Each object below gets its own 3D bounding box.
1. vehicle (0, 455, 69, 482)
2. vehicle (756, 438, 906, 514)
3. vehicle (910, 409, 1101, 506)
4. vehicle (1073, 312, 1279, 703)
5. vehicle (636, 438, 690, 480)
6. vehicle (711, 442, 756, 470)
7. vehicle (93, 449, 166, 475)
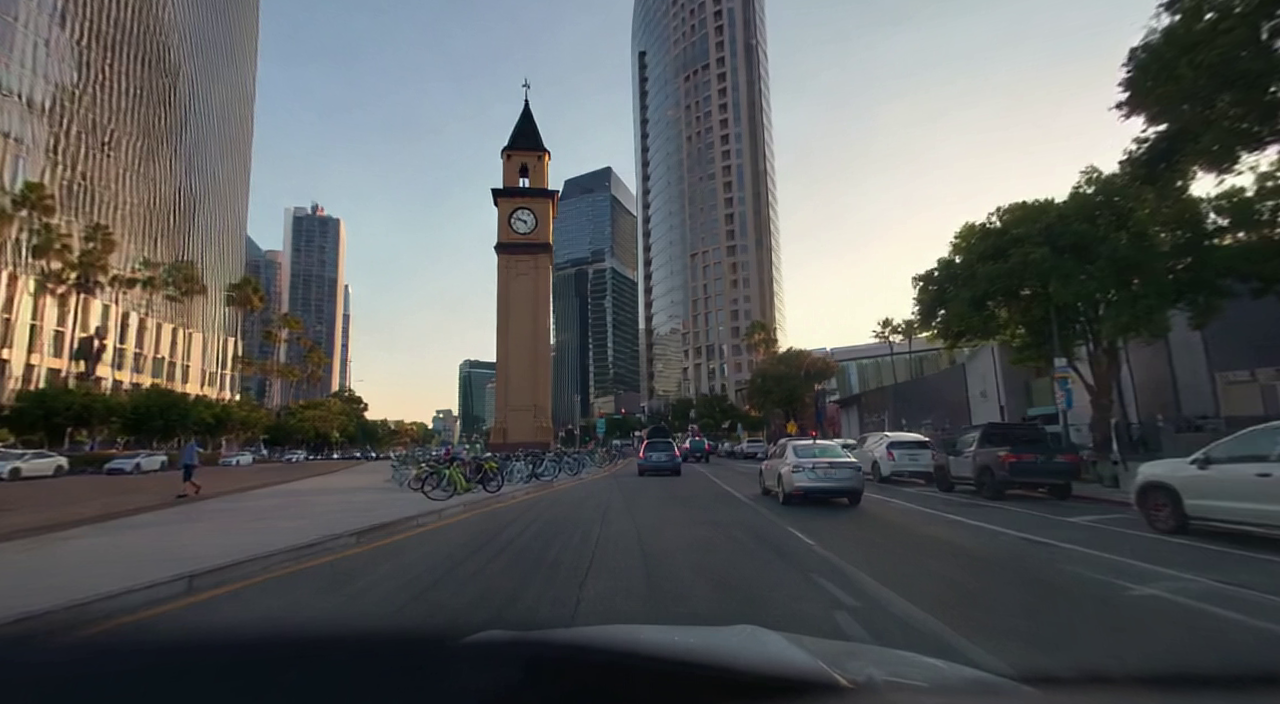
[{"bbox_3d":[-37.987,7.176,39.127,1.817,1.554,4.032,1,-9,-9],"label":"vehicle"},{"bbox_3d":[4.281,2.849,15.086,2.116,1.500,4.702,0,-9,0],"label":"vehicle"},{"bbox_3d":[9.289,2.748,16.772,2.093,2.154,5.193,0,-9,2],"label":"vehicle"},{"bbox_3d":[3.676,0.537,0.852,2.453,1.851,5.323,0,-9,1],"label":"vehicle"},{"bbox_3d":[0.952,4.484,26.639,2.111,1.605,3.832,0,-9,2],"label":"vehicle"},{"bbox_3d":[5.605,6.296,38.535,1.981,1.572,4.718,0,-9,-1],"label":"vehicle"},{"bbox_3d":[-39.608,8.520,49.192,2.034,1.862,5.122,1,-9,-9],"label":"vehicle"}]
